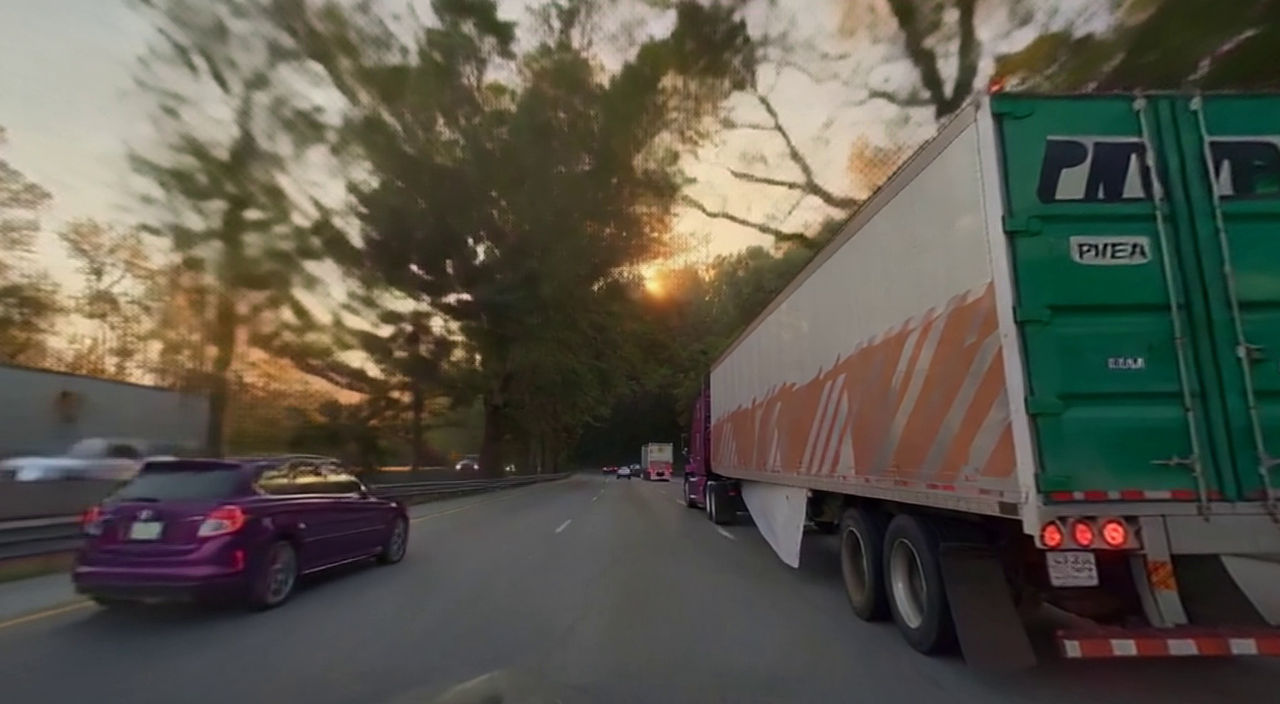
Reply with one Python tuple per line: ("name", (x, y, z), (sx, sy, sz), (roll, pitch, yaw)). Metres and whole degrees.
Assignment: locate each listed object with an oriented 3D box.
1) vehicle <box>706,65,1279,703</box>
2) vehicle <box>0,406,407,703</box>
("vehicle", (3.411, 1.312, 10.865), (2.856, 4.040, 14.009), (1, -11, -1))
("vehicle", (-4.025, 1.501, 5.548), (2.010, 1.580, 4.949), (1, -11, 0))
